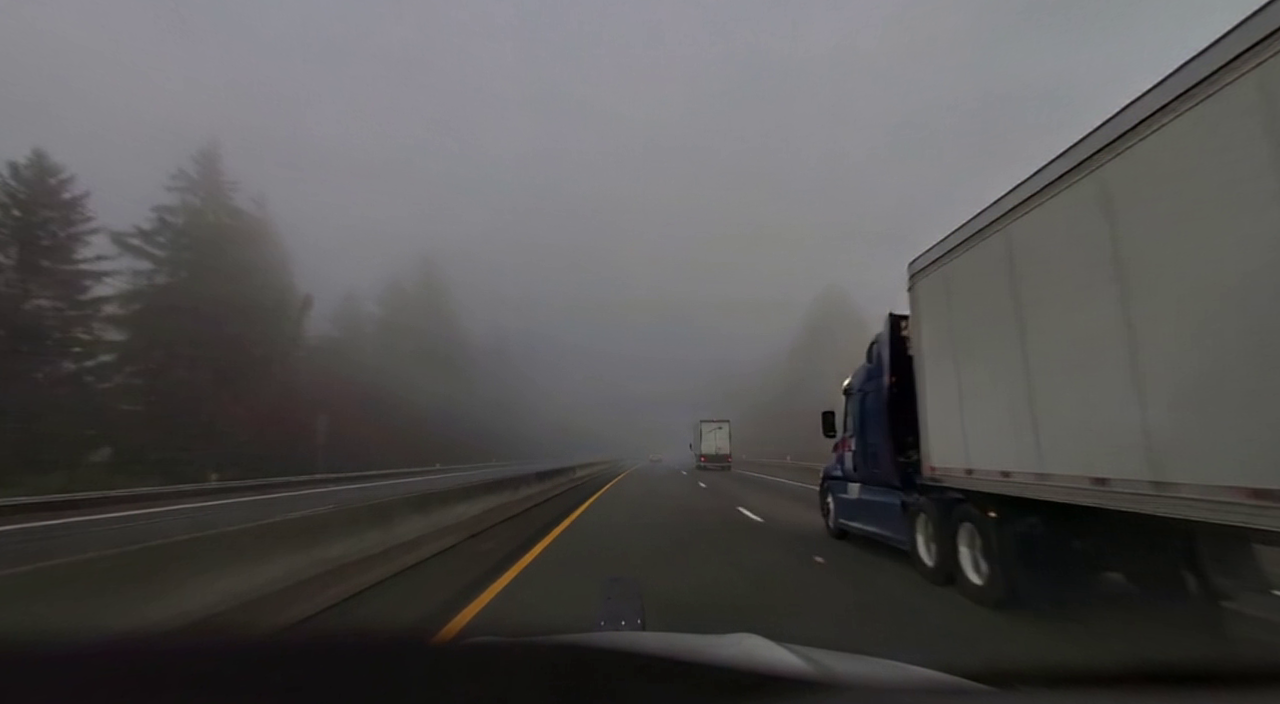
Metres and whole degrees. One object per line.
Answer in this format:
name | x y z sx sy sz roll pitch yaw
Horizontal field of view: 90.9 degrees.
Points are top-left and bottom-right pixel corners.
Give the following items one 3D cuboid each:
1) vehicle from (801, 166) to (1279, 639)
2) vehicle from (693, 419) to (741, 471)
vehicle | 4.295 0.755 7.791 2.990 3.561 6.145 0 -9 1
vehicle | 5.276 6.600 44.508 2.682 3.349 7.138 0 -9 2
